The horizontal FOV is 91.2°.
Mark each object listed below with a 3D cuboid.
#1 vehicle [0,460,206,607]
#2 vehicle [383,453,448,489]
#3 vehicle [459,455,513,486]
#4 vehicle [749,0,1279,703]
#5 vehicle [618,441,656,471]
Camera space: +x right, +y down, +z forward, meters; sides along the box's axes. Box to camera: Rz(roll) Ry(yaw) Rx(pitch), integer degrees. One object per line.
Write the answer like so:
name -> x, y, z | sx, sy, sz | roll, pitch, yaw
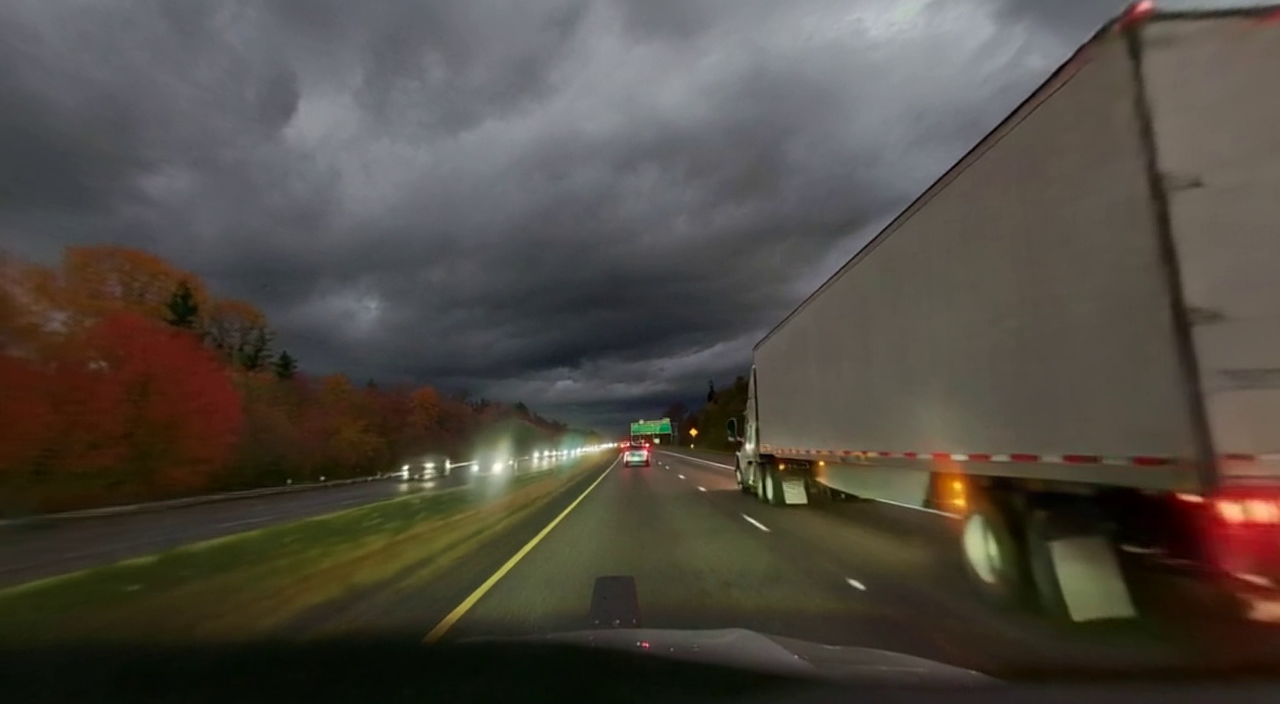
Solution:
vehicle -> -8.487, 2.344, 8.534 | 2.041, 1.631, 4.366 | -1, -9, -1
vehicle -> -12.657, 6.701, 35.656 | 2.073, 1.848, 4.345 | -1, -9, 0
vehicle -> -8.603, 6.639, 35.452 | 1.914, 1.540, 4.471 | -1, -9, 0
vehicle -> 4.595, 0.807, 10.295 | 2.910, 4.090, 14.063 | 0, -9, -1
vehicle -> -0.202, 6.407, 38.773 | 2.168, 1.705, 4.272 | 0, -9, -1
